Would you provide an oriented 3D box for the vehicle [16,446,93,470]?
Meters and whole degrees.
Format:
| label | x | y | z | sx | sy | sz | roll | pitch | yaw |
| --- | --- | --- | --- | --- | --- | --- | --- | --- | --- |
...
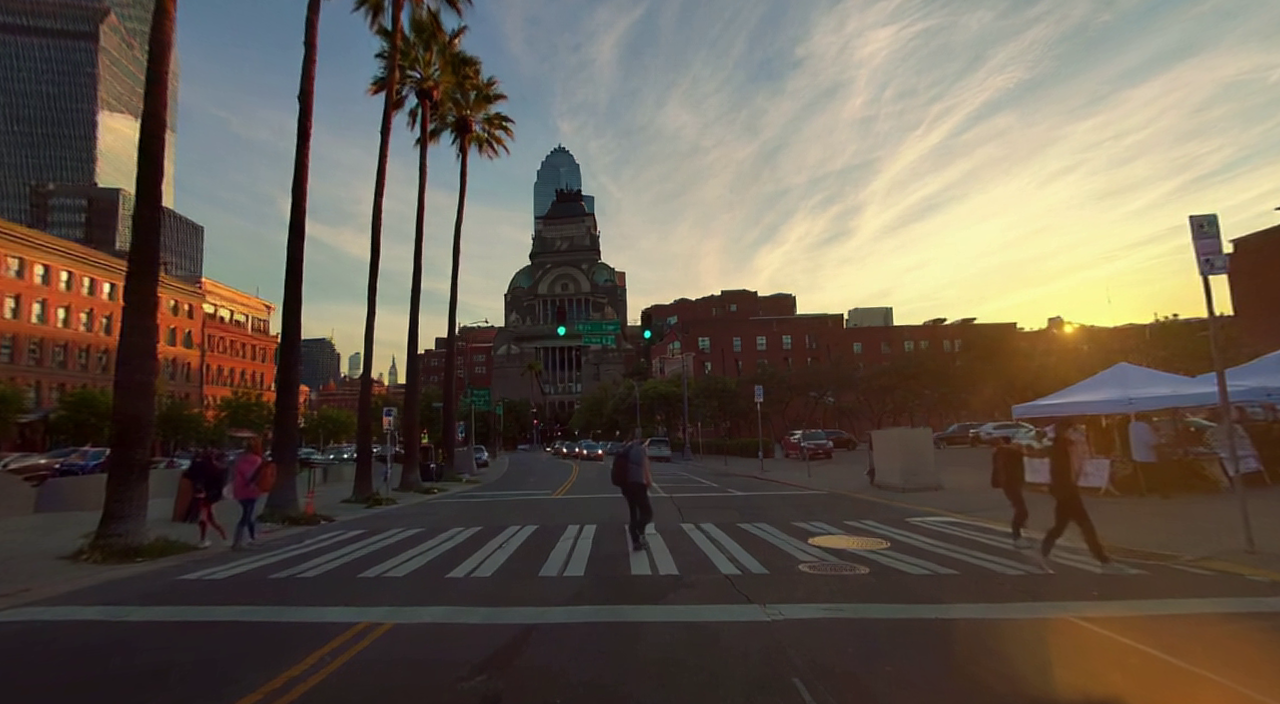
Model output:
| label | x | y | z | sx | sy | sz | roll | pitch | yaw |
| --- | --- | --- | --- | --- | --- | --- | --- | --- | --- |
| vehicle | -45.973 | 8.334 | 49.741 | 1.922 | 1.798 | 4.317 | 0 | -8 | 0 |

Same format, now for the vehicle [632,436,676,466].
| label | x | y | z | sx | sy | sz | roll | pitch | yaw |
| --- | --- | --- | --- | --- | --- | --- | --- | --- | --- |
| vehicle | 0.919 | 7.282 | 46.639 | 2.322 | 2.071 | 5.366 | 1 | -9 | -9 |
